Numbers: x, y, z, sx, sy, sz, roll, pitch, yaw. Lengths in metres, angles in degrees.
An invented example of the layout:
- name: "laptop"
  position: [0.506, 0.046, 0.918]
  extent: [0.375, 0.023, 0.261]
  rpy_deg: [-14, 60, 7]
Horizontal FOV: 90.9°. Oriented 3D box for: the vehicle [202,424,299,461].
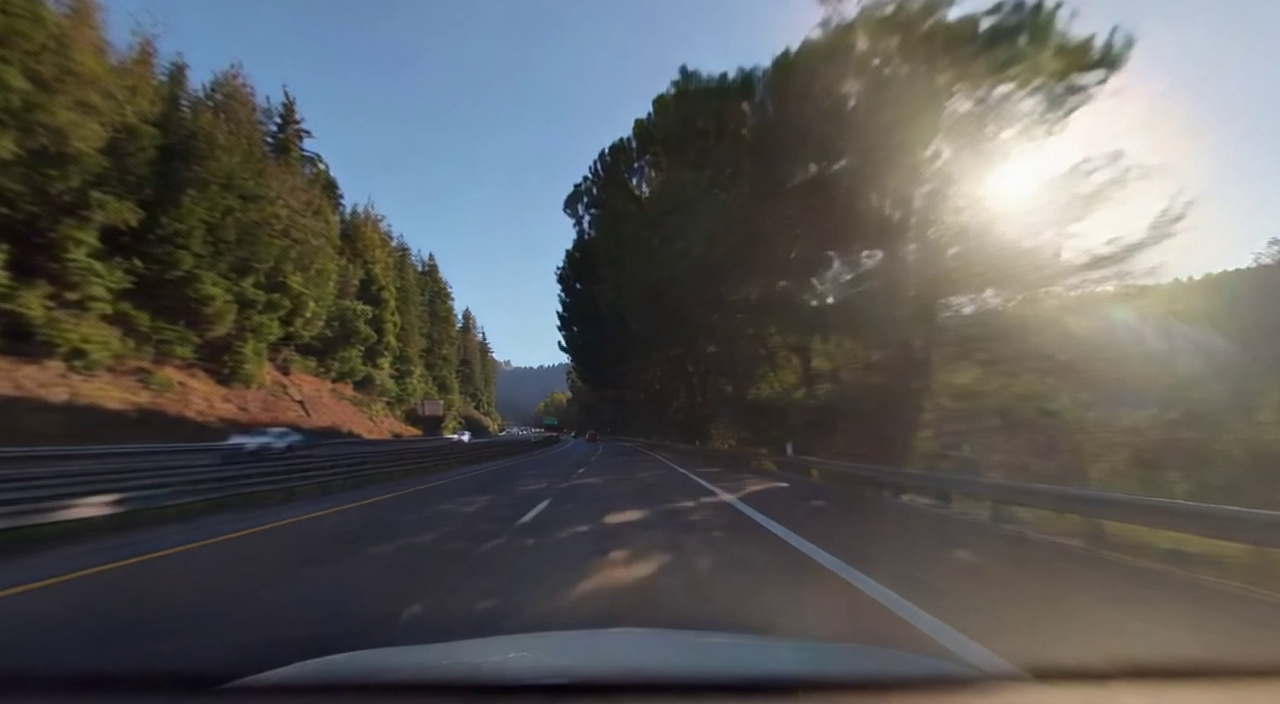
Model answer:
- name: "vehicle"
  position: [-17.875, 4.184, 29.183]
  extent: [1.875, 1.555, 4.233]
  rpy_deg: [0, -8, -1]
